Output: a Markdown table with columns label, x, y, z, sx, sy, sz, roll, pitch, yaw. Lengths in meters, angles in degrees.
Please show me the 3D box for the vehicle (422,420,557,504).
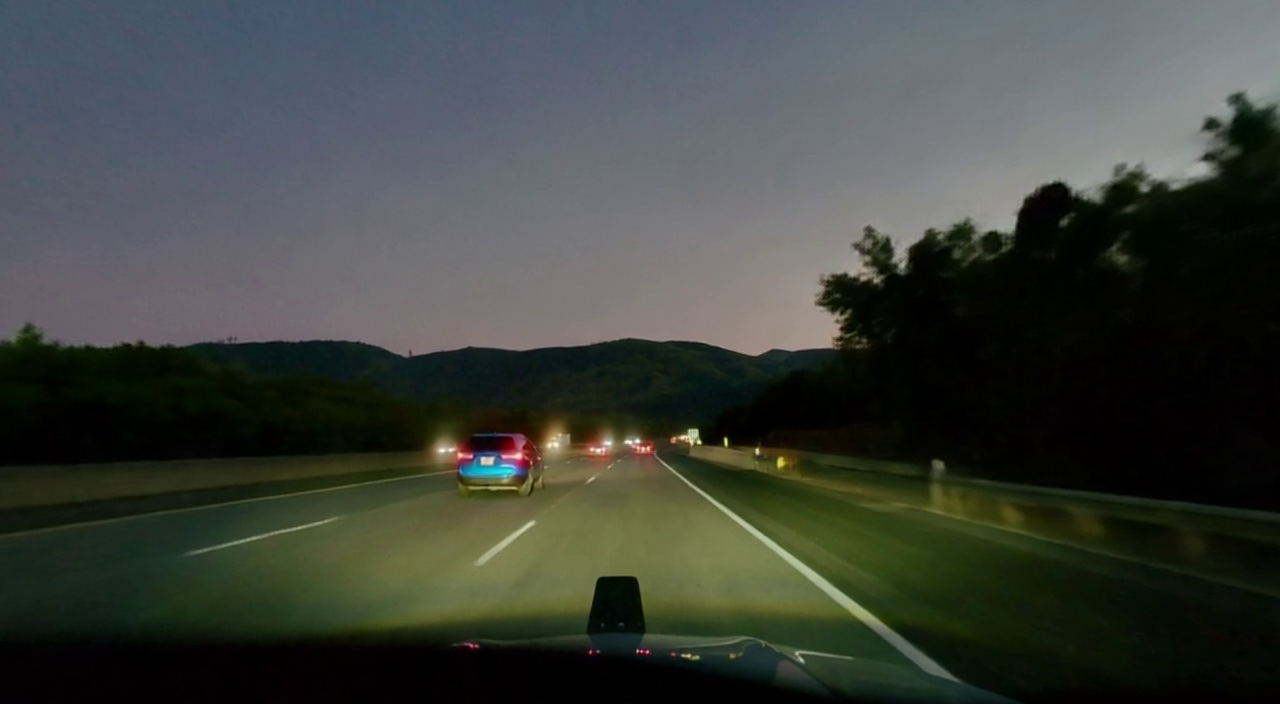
| label | x | y | z | sx | sy | sz | roll | pitch | yaw |
| --- | --- | --- | --- | --- | --- | --- | --- | --- | --- |
| vehicle | -3.425 | 2.612 | 15.390 | 2.138 | 1.718 | 4.415 | 0 | -8 | 1 |
